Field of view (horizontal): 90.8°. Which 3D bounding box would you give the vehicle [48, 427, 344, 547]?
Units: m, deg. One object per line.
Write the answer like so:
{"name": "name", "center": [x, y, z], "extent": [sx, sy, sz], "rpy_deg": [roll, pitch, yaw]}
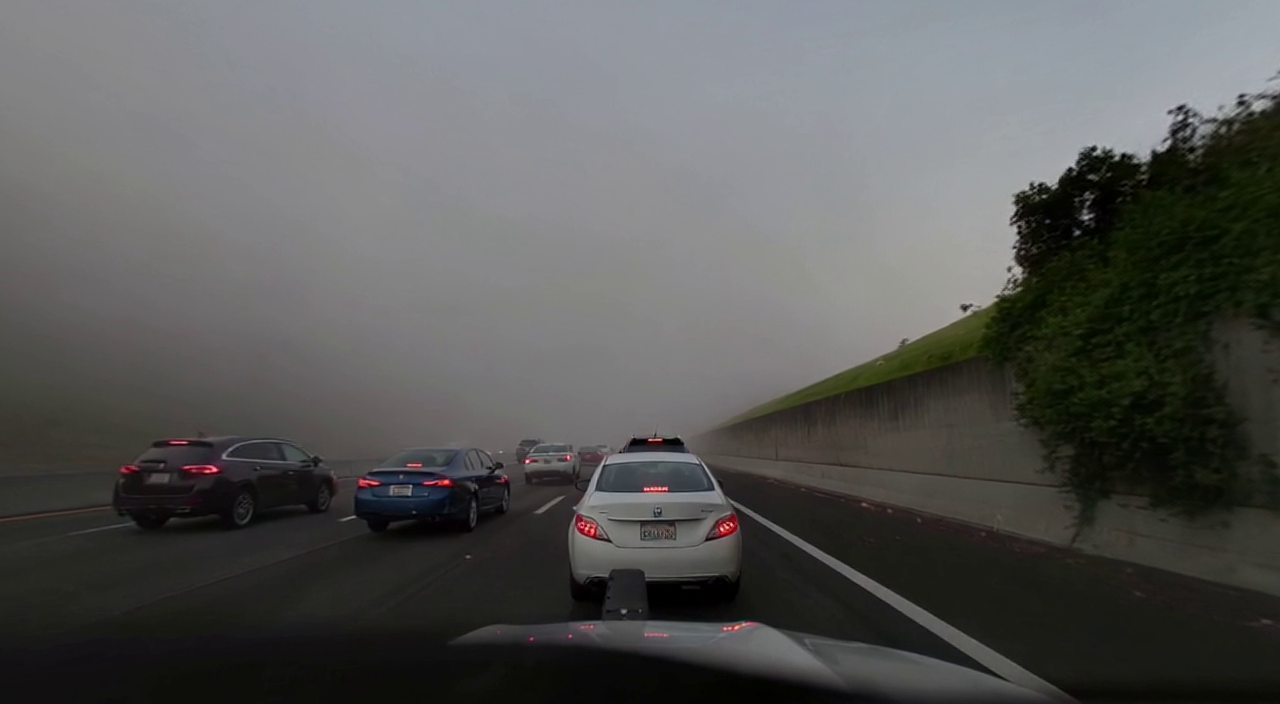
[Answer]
{"name": "vehicle", "center": [-7.487, 2.297, 11.422], "extent": [1.986, 1.700, 4.558], "rpy_deg": [0, -9, 0]}

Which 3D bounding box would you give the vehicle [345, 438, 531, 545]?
{"name": "vehicle", "center": [-3.242, 2.313, 11.070], "extent": [1.917, 1.506, 3.949], "rpy_deg": [0, -9, 1]}

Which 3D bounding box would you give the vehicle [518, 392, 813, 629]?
{"name": "vehicle", "center": [0.155, 1.596, 7.474], "extent": [2.210, 1.760, 5.303], "rpy_deg": [0, -9, -1]}
